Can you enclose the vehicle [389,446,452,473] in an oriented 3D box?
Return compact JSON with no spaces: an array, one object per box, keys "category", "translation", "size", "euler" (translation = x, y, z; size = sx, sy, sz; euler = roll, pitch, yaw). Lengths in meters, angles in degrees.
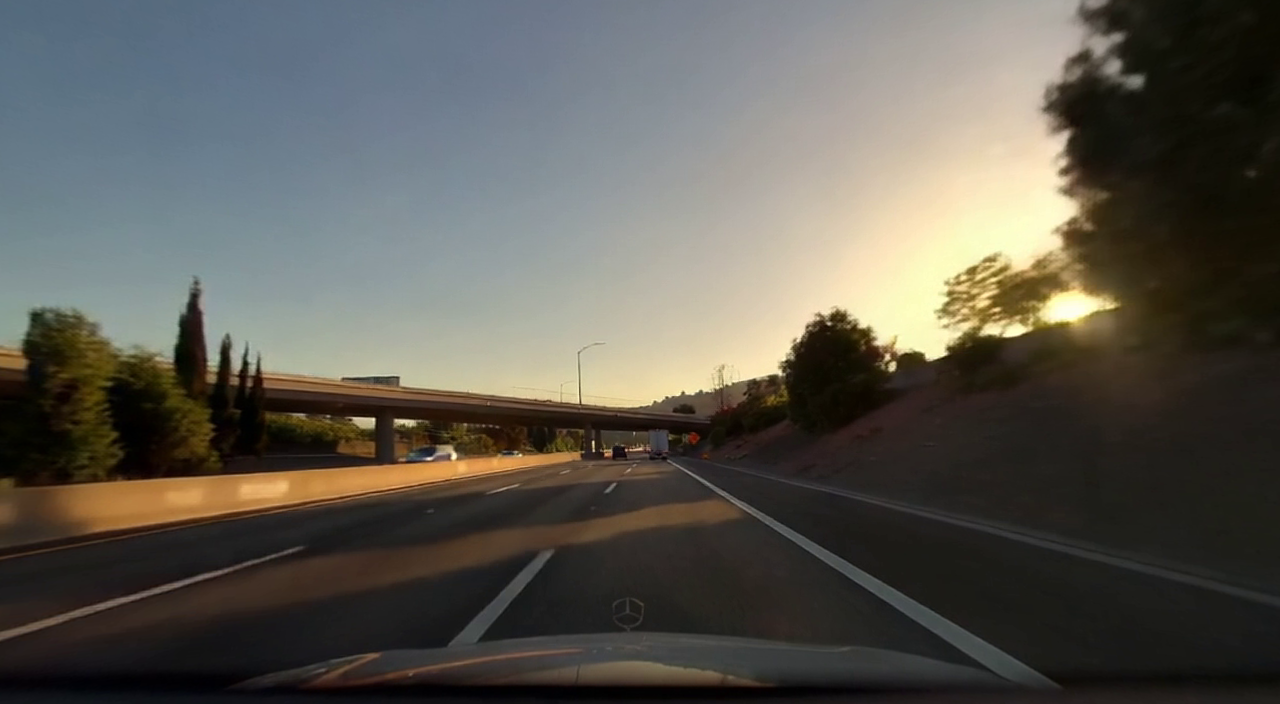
[{"category":"vehicle","translation":[-13.207,6.474,38.203],"size":[2.077,1.541,4.507],"euler":[0,-8,2]}]
